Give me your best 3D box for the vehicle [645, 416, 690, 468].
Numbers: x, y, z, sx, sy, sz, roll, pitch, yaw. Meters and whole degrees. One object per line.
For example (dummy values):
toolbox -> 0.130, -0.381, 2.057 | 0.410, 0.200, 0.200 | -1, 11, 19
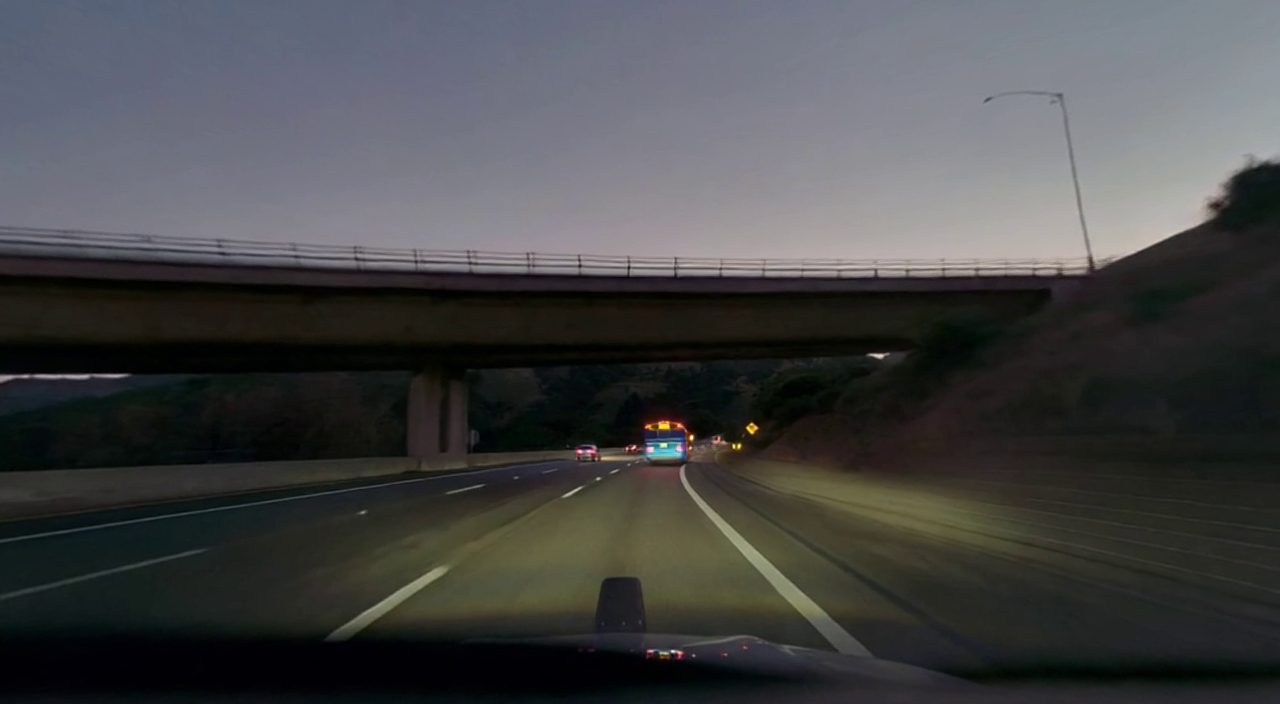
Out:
vehicle -> 2.090, 6.634, 46.305 | 2.945, 3.295, 10.406 | -1, -8, 3
